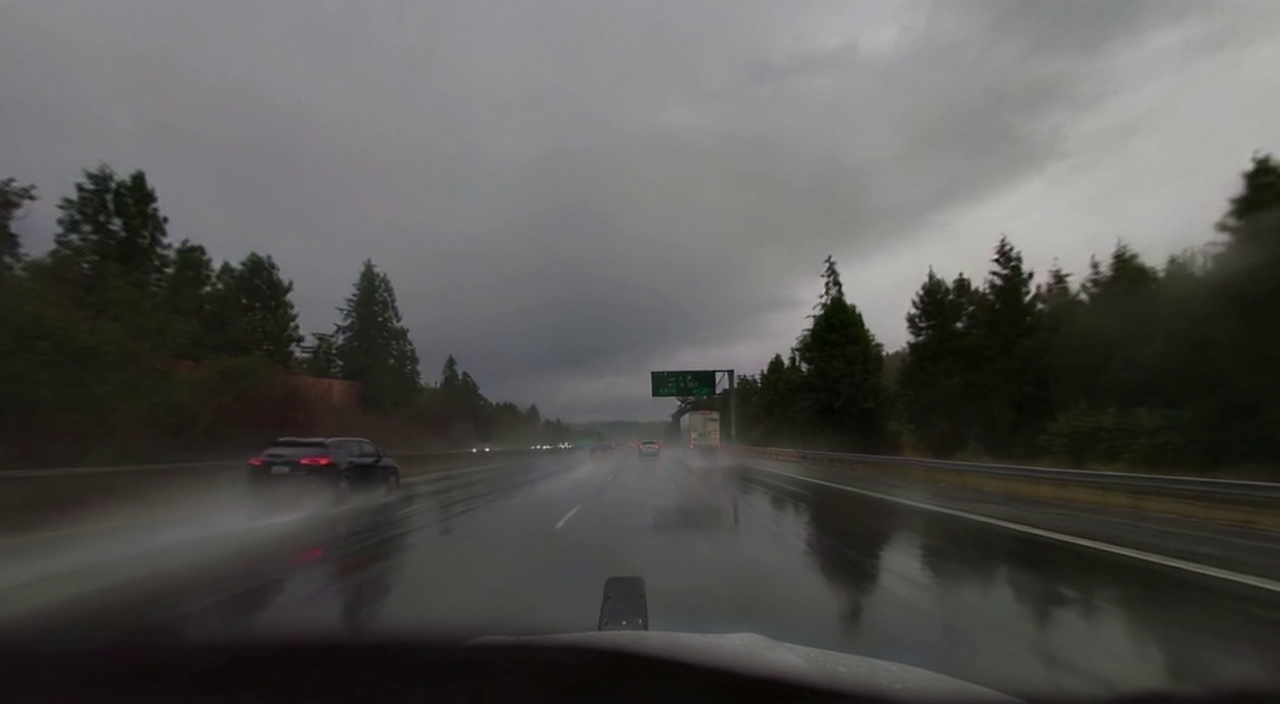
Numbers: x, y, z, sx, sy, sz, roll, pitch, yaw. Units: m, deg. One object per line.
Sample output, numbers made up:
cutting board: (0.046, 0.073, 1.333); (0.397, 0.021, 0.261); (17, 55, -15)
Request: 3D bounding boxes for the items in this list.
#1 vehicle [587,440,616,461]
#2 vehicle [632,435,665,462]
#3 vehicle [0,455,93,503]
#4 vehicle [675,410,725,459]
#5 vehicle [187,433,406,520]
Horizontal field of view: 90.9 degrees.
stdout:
vehicle: (-2.983, 7.737, 49.588); (2.025, 1.571, 3.662); (-1, -9, 1)
vehicle: (0.620, 6.947, 45.265); (2.212, 1.807, 4.372); (-1, -9, 1)
vehicle: (-21.065, 4.159, 20.777); (1.877, 1.483, 4.644); (-1, -9, 0)
vehicle: (4.574, 6.650, 49.973); (2.855, 3.423, 9.485); (0, -9, -1)
vehicle: (-6.972, 2.577, 13.572); (1.947, 1.513, 4.751); (-1, -9, 2)
